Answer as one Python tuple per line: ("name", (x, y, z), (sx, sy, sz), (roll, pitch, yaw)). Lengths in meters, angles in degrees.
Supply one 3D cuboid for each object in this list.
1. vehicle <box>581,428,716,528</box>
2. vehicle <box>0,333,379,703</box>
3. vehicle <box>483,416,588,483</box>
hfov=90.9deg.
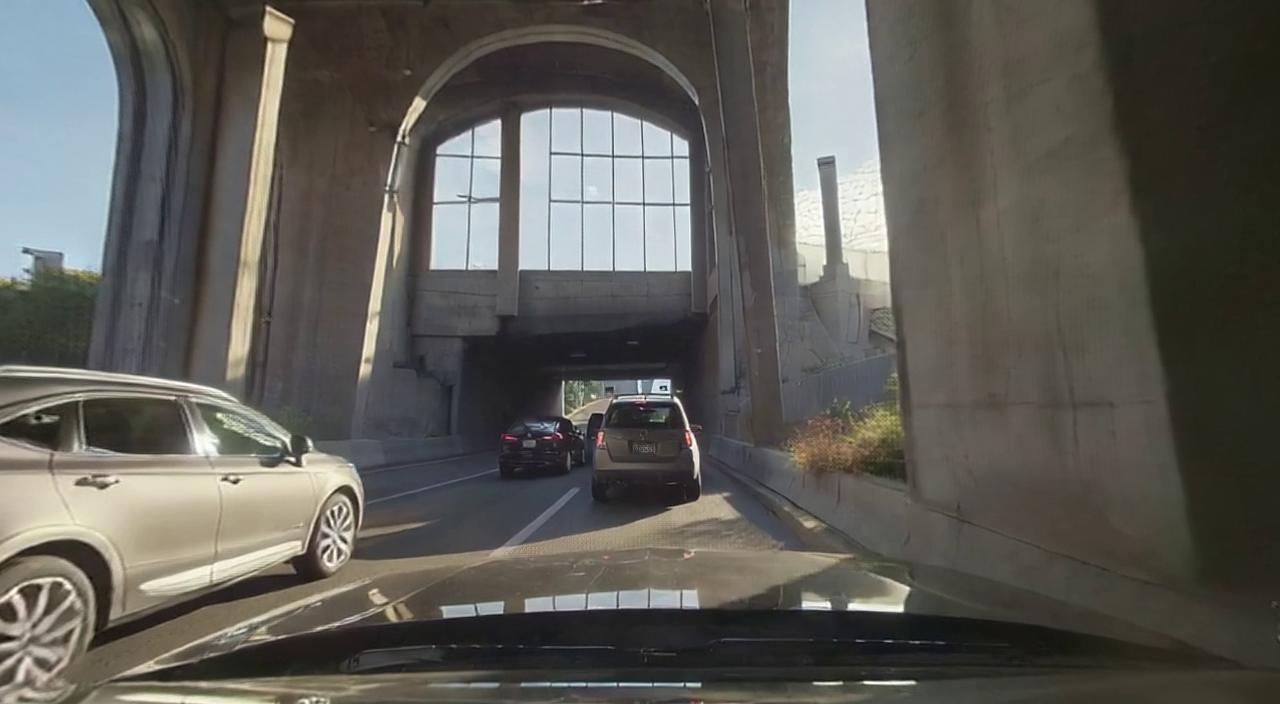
("vehicle", (0.142, 2.196, 11.527), (2.020, 1.478, 4.092), (0, -9, 1))
("vehicle", (-3.542, 0.991, 3.661), (2.017, 1.761, 4.572), (0, -9, 1))
("vehicle", (-3.328, 3.296, 21.486), (2.329, 1.948, 5.800), (-1, -9, 3))
